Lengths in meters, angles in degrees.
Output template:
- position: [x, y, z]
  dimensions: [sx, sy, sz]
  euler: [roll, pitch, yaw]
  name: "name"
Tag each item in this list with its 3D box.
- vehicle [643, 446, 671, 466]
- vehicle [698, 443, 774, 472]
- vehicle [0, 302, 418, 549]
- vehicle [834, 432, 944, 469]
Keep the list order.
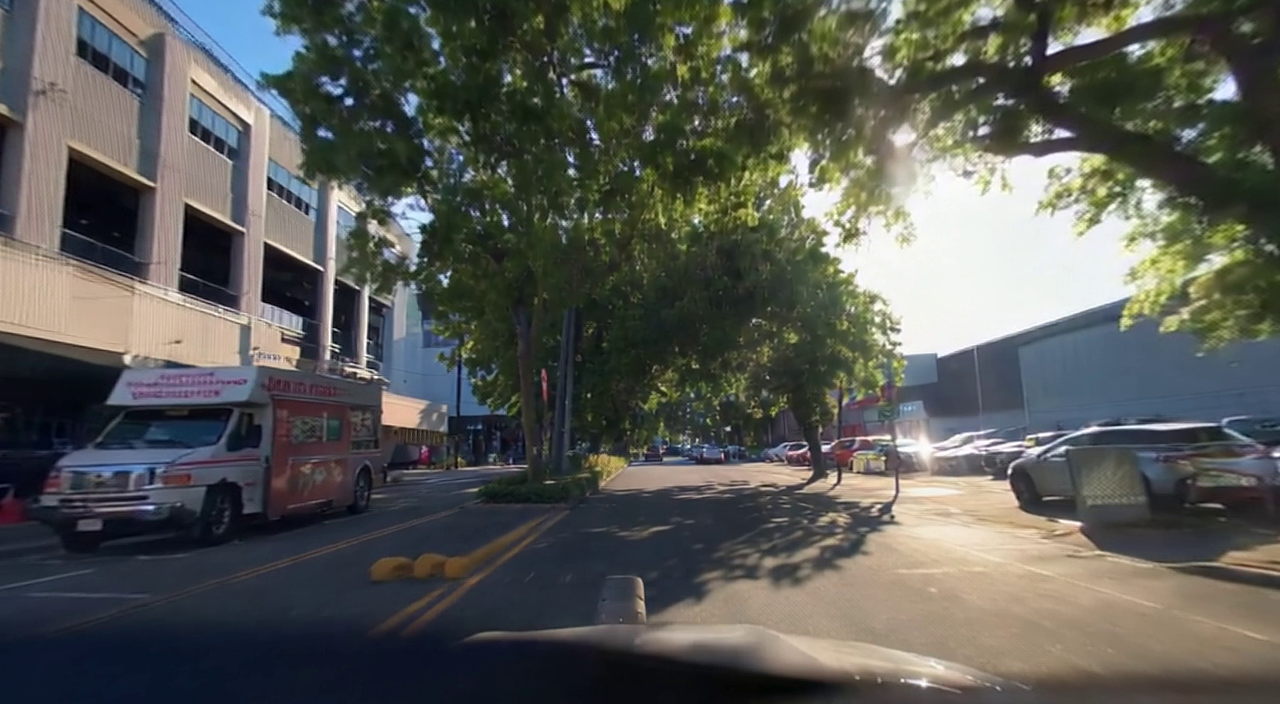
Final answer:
- position: [1.265, 7.970, 48.628]
  dimensions: [2.046, 1.445, 4.001]
  euler: [0, -8, -1]
  name: "vehicle"
- position: [6.221, 6.759, 40.694]
  dimensions: [4.626, 1.723, 1.939]
  euler: [5, -10, -31]
  name: "vehicle"
- position: [-6.925, 1.456, 11.780]
  dimensions: [2.968, 3.222, 7.036]
  euler: [0, -9, 0]
  name: "vehicle"
- position: [14.699, 5.825, 37.537]
  dimensions: [5.540, 2.045, 2.259]
  euler: [0, -8, 0]
  name: "vehicle"
